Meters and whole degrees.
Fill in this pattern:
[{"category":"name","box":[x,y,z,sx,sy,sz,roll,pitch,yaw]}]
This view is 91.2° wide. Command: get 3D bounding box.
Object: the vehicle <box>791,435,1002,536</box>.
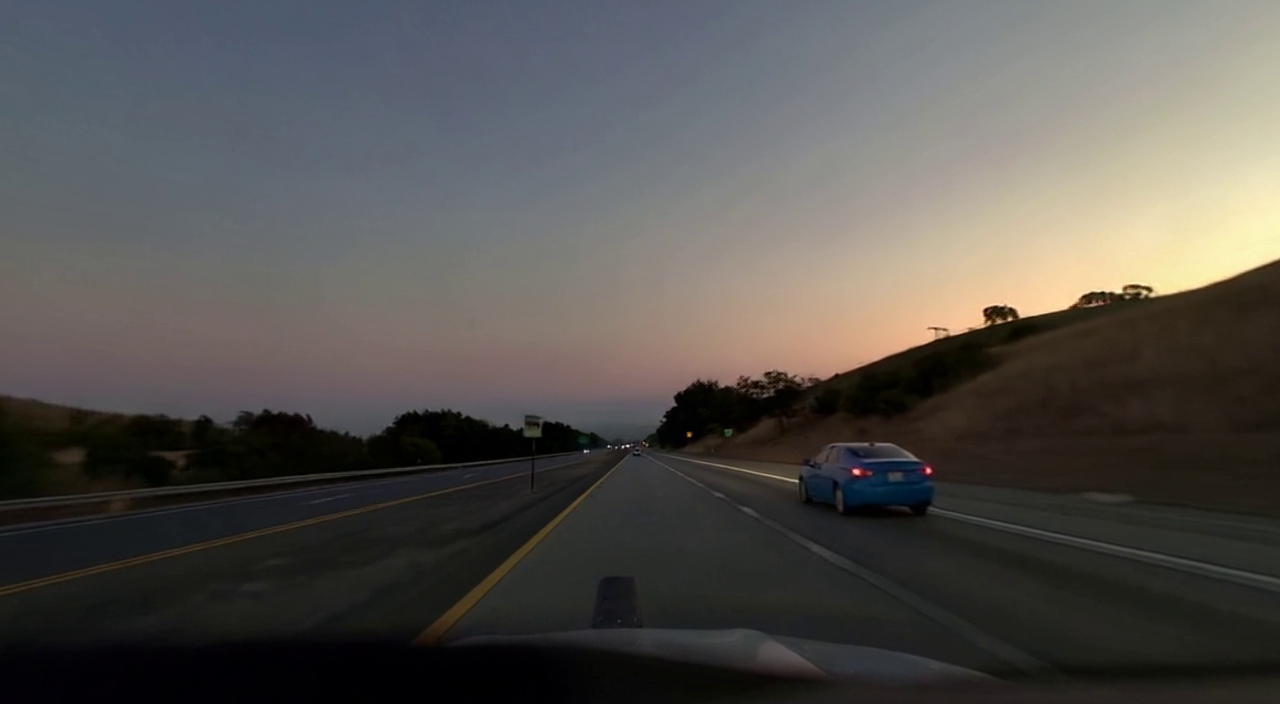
[{"category":"vehicle","box":[4.263,2.285,11.287,1.981,1.440,4.125,0,-9,-1]}]
